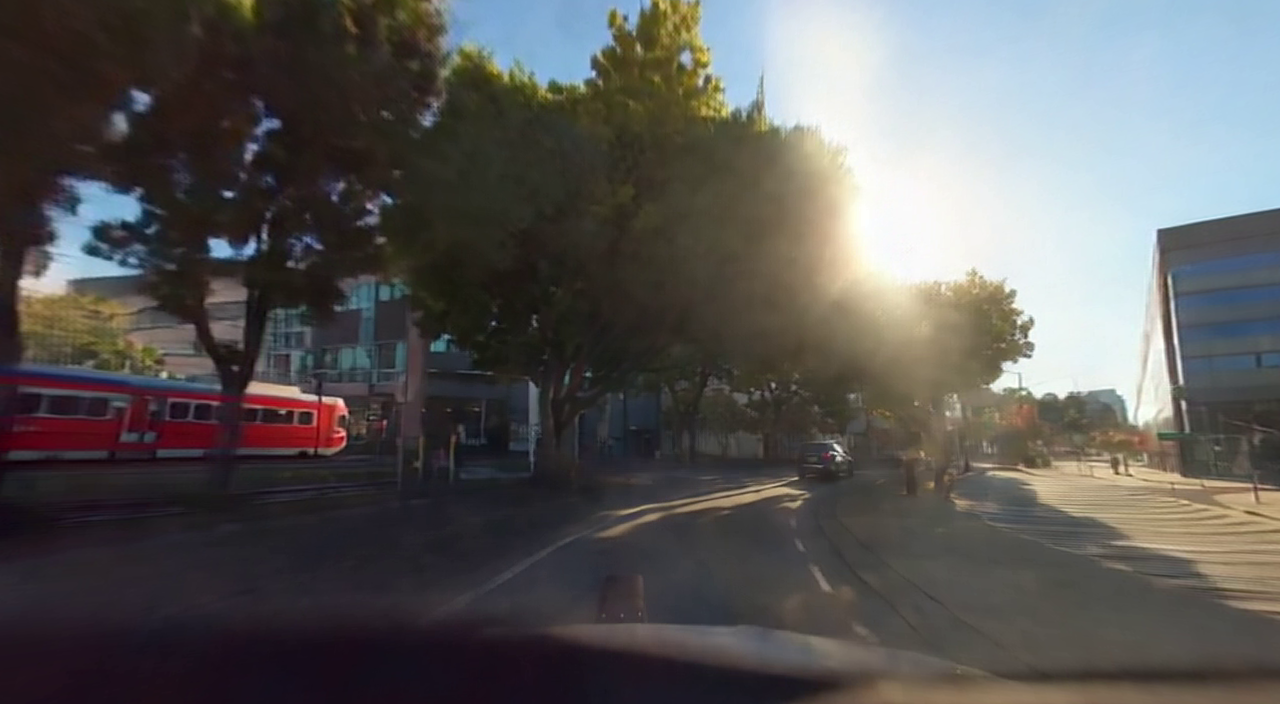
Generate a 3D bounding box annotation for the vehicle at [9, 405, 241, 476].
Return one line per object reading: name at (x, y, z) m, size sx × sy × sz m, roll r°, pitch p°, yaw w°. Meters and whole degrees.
vehicle at (-29.873, 5.334, 38.031) m, size 2.931 × 3.569 × 12.284 m, roll -1°, pitch -8°, yaw 4°

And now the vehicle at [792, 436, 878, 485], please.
vehicle at (7.928, 4.307, 25.421) m, size 2.263 × 1.765 × 4.237 m, roll -5°, pitch -10°, yaw 31°

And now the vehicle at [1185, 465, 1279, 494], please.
vehicle at (33.244, 7.062, 35.030) m, size 4.118 × 1.477 × 1.691 m, roll -1°, pitch -9°, yaw 10°

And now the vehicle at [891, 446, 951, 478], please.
vehicle at (16.951, 6.562, 38.025) m, size 2.010 × 1.725 × 4.320 m, roll -7°, pitch -11°, yaw 40°
